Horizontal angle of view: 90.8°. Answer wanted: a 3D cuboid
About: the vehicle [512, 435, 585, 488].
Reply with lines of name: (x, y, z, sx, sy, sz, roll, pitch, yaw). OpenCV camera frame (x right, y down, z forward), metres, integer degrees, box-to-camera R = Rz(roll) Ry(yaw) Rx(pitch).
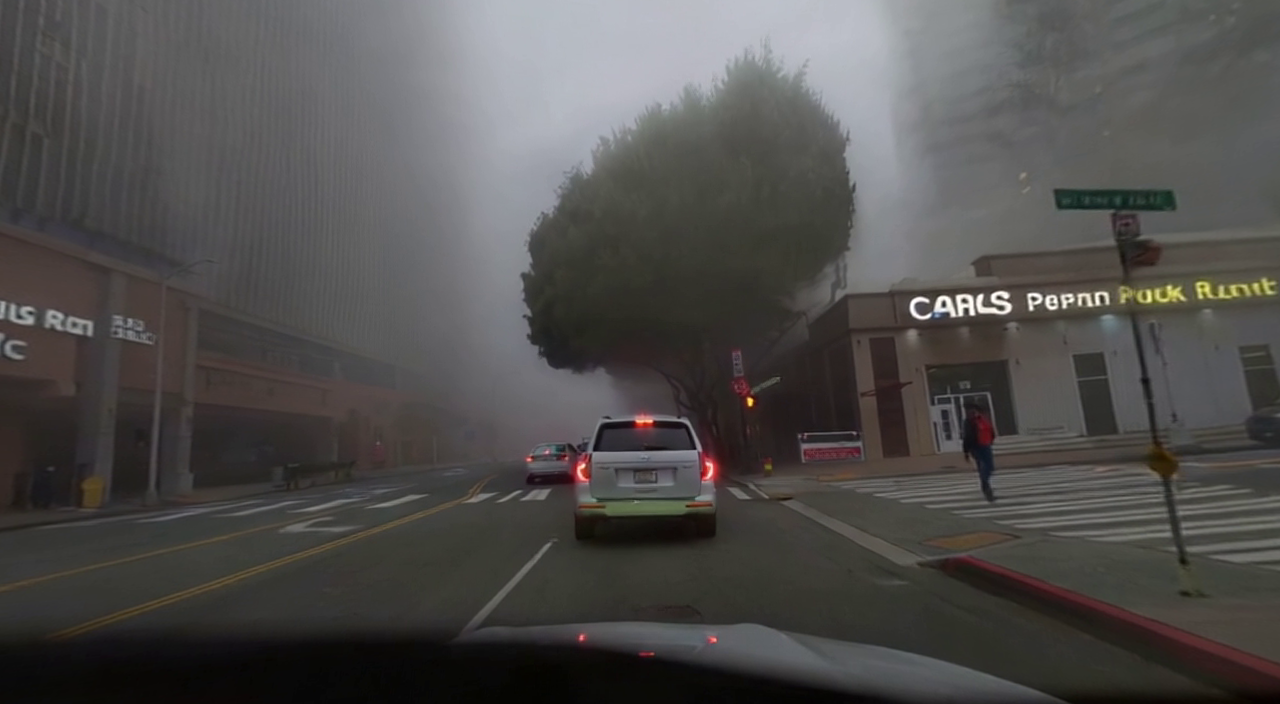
vehicle: (-3.193, 3.902, 22.847, 2.023, 1.702, 4.152, 0, -8, 0)

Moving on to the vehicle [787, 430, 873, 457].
vehicle: (10.932, 5.287, 36.600, 4.426, 1.490, 1.862, -1, -8, 3)

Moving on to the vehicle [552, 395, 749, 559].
vehicle: (0.066, 1.849, 10.077, 2.352, 1.953, 4.796, 0, -8, -1)
